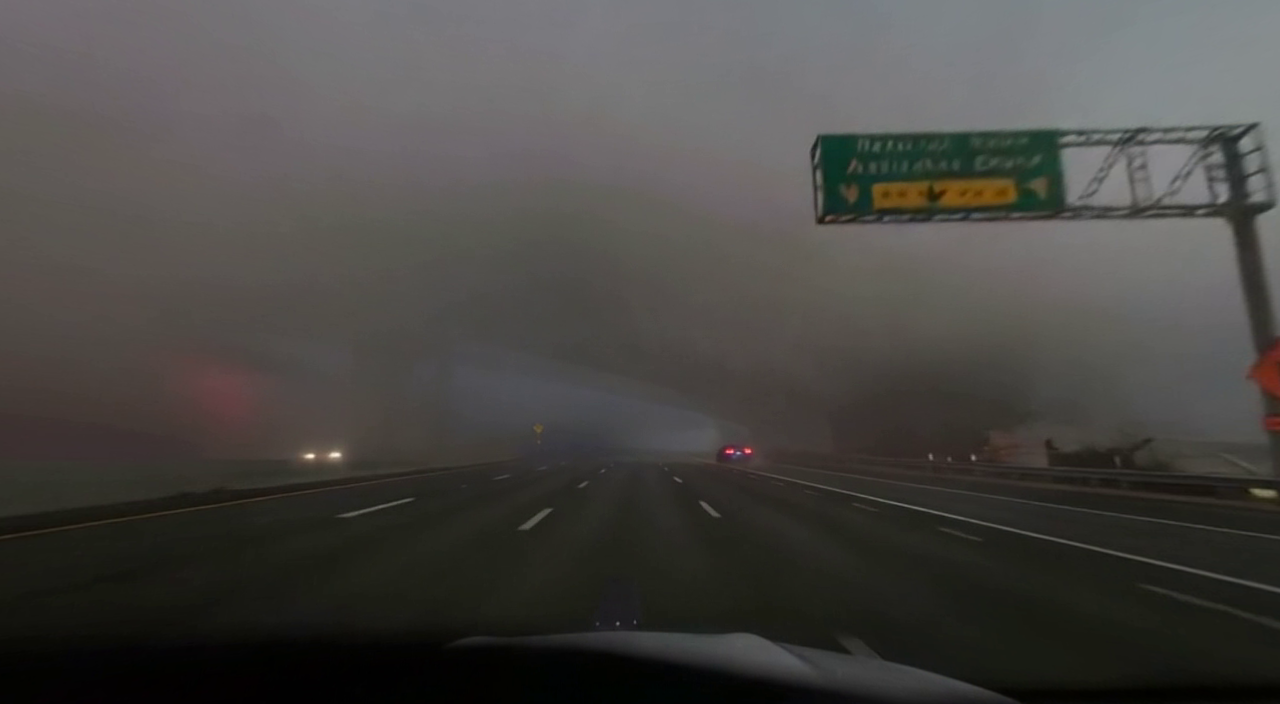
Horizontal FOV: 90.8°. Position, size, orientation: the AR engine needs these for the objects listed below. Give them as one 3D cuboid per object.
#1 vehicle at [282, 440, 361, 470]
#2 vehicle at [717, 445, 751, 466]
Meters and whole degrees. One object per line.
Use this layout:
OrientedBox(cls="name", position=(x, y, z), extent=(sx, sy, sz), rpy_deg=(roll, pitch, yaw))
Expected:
OrientedBox(cls="vehicle", position=(-19.141, 6.224, 38.283), extent=(2.208, 1.660, 5.052), rpy_deg=(0, -9, 0))
OrientedBox(cls="vehicle", position=(7.195, 7.985, 48.981), extent=(1.958, 1.498, 4.447), rpy_deg=(0, -7, 0))
